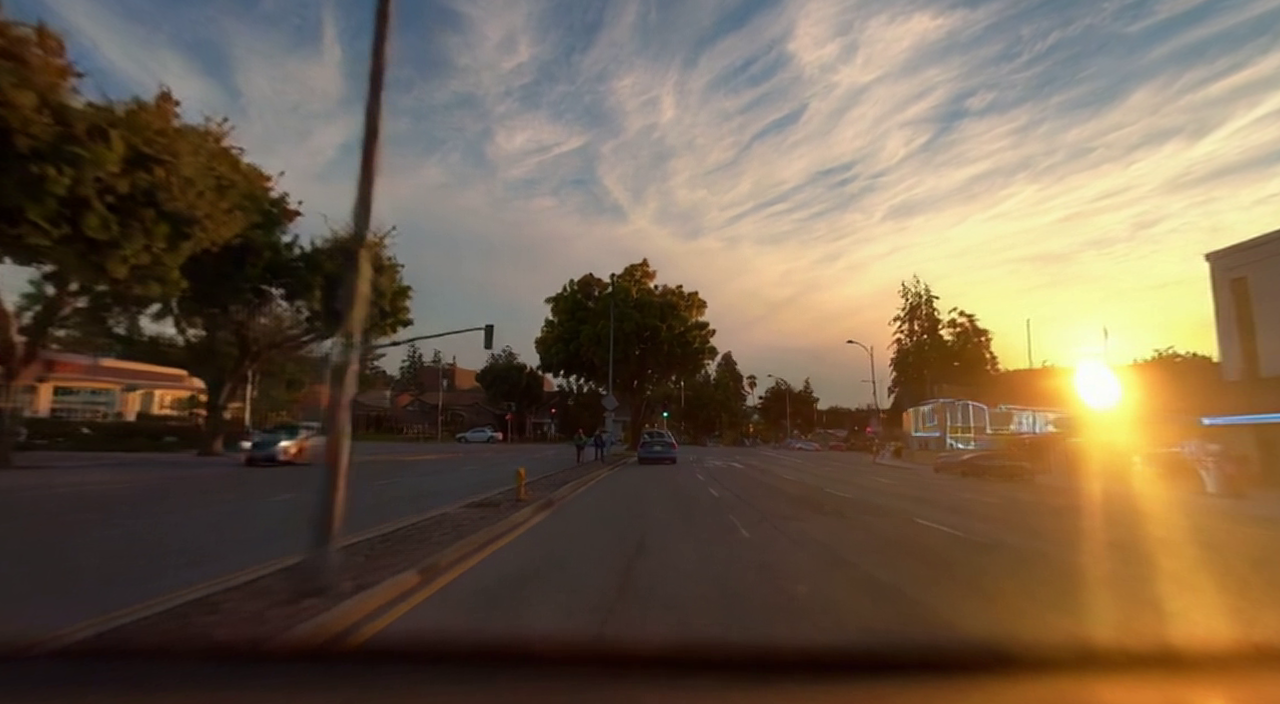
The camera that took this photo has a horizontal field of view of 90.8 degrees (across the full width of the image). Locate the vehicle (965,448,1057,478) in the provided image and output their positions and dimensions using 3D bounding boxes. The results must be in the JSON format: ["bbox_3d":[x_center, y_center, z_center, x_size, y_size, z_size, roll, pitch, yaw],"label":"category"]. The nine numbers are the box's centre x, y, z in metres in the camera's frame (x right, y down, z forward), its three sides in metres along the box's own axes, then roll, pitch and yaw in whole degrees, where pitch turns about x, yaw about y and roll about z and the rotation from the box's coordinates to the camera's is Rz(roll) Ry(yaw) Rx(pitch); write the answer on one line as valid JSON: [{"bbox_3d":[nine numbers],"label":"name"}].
[{"bbox_3d":[21.163,6.325,36.083,4.331,1.604,1.858,2,-9,-14],"label":"vehicle"}]

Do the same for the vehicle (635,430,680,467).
[{"bbox_3d":[0.883,4.785,31.368,2.055,1.655,4.204,-1,-8,2],"label":"vehicle"}]

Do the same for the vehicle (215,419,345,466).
[{"bbox_3d":[-12.398,3.170,22.115,2.027,1.486,4.105,-1,-8,2],"label":"vehicle"}]

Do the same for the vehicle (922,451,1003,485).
[{"bbox_3d":[15.334,5.499,30.370,2.099,1.464,4.615,-2,-9,9],"label":"vehicle"}]
